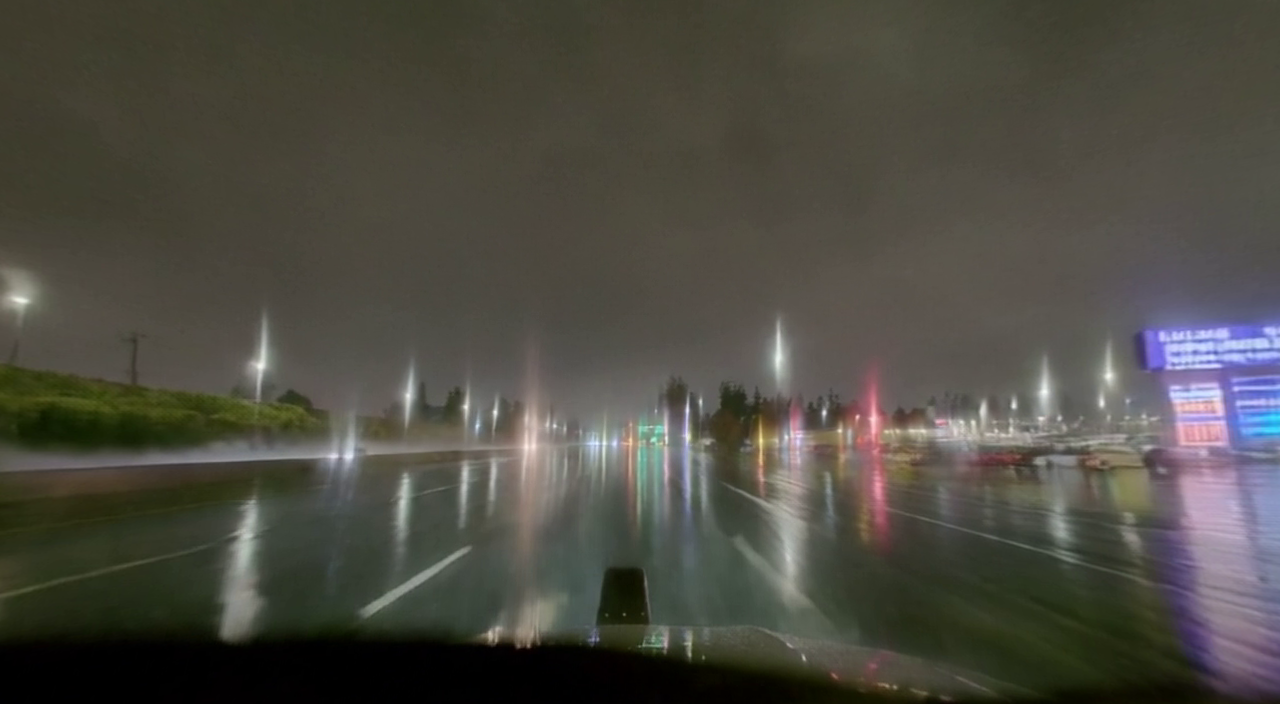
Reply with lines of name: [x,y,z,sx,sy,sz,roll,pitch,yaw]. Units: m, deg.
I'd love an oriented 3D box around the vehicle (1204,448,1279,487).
vehicle: [35.046,6.349,34.906,5.369,2.011,2.213,0,-8,0]
